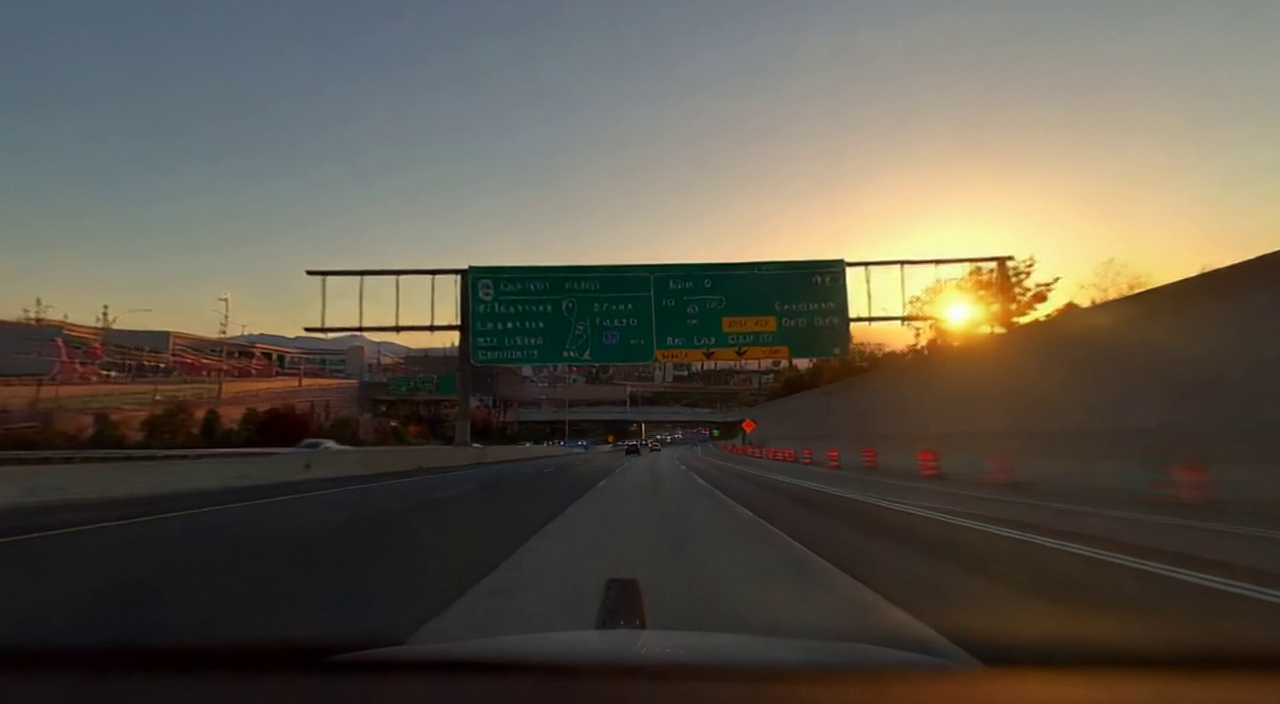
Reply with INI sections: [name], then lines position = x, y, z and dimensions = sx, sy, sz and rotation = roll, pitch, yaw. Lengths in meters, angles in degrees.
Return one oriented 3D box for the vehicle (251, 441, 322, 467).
[vehicle]
position = -22.763, 6.582, 40.731
dimensions = 1.916, 1.610, 4.340
rotation = 0, -9, 2
